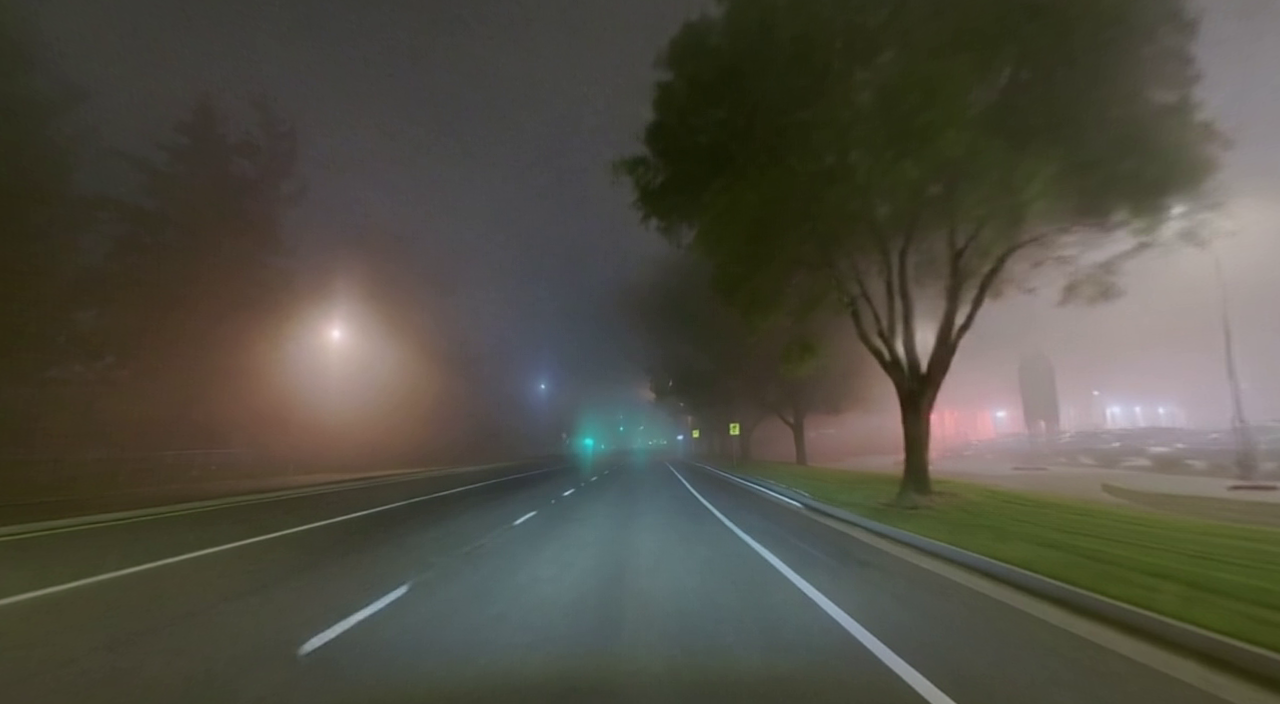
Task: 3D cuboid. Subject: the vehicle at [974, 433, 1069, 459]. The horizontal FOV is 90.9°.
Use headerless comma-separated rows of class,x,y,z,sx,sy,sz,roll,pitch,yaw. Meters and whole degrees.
vehicle,22.147,5.470,36.700,4.271,1.424,1.941,0,-8,1
